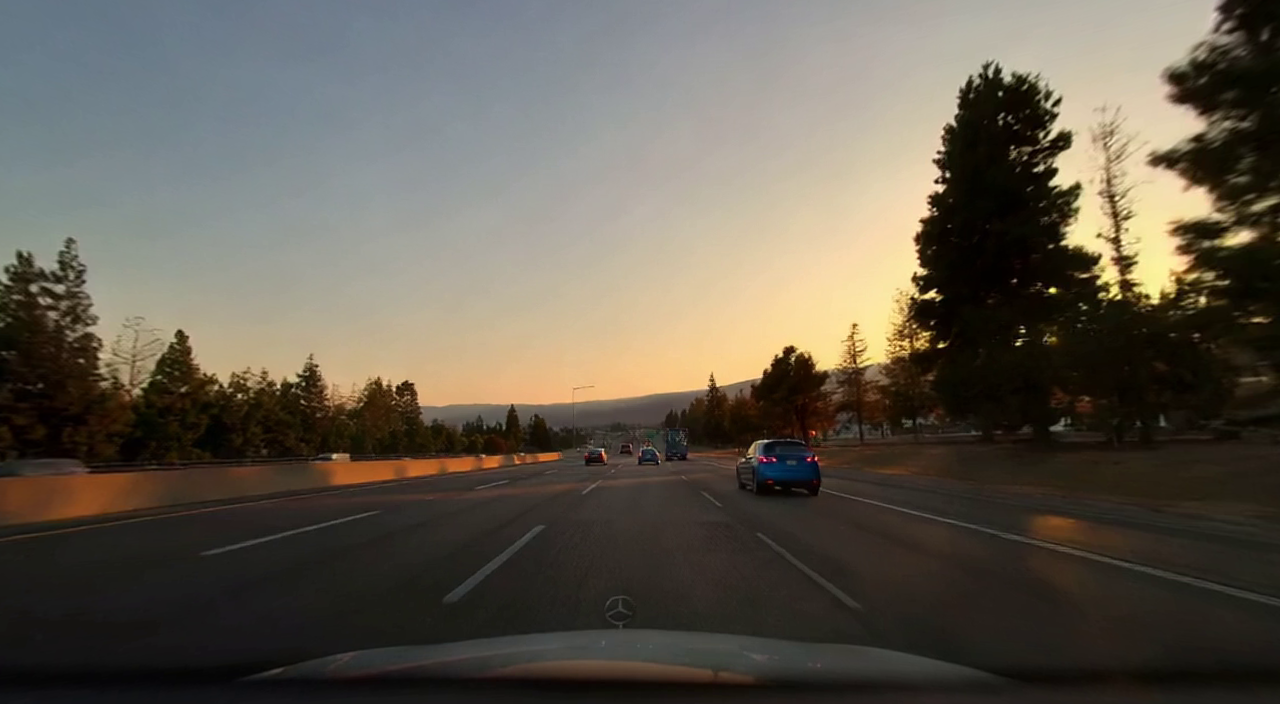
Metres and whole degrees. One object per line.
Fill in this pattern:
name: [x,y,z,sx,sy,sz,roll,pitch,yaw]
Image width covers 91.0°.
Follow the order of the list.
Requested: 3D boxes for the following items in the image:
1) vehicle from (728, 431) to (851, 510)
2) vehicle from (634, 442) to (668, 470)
vehicle: [3.639,2.981,16.245,2.082,1.720,4.393,0,-9,0]
vehicle: [0.719,7.055,42.920,2.205,1.785,4.423,0,-9,0]
